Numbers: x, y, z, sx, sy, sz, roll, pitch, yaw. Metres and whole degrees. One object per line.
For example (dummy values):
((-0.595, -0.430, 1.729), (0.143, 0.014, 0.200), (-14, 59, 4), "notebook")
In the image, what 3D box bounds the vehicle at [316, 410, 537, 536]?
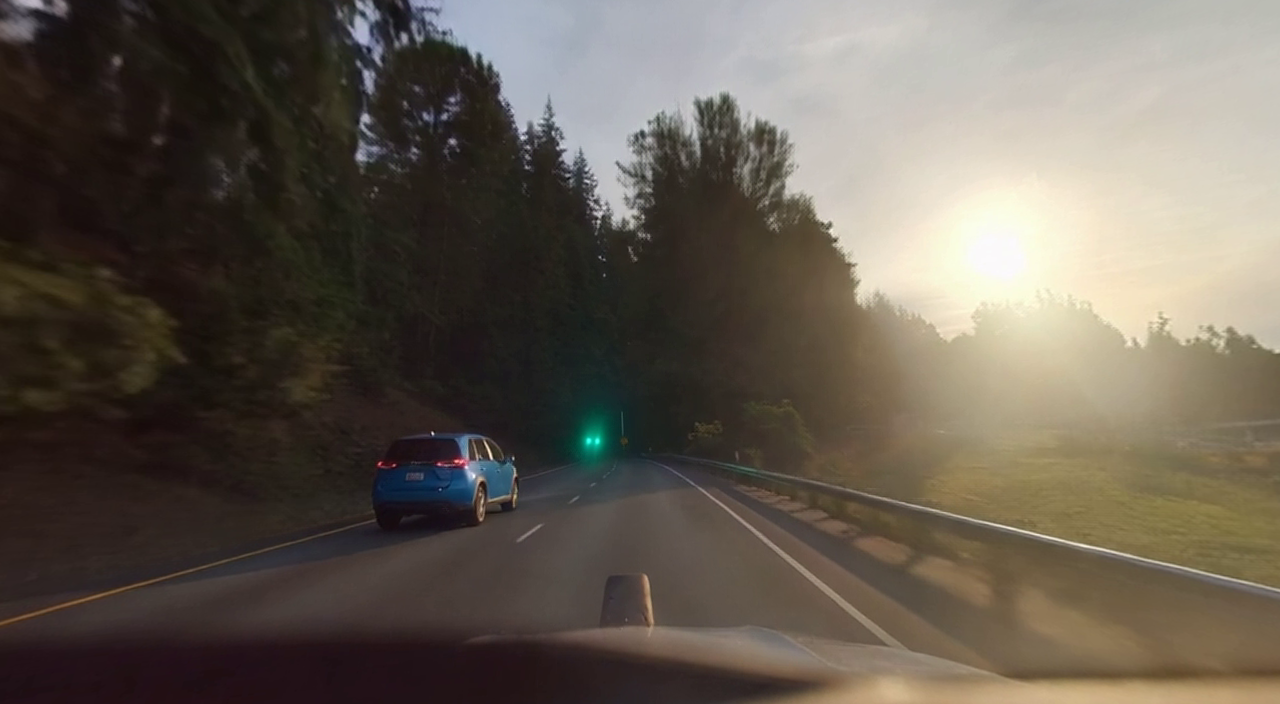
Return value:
((-3.591, 2.172, 11.925), (2.336, 1.857, 4.986), (0, -8, 1), "vehicle")
